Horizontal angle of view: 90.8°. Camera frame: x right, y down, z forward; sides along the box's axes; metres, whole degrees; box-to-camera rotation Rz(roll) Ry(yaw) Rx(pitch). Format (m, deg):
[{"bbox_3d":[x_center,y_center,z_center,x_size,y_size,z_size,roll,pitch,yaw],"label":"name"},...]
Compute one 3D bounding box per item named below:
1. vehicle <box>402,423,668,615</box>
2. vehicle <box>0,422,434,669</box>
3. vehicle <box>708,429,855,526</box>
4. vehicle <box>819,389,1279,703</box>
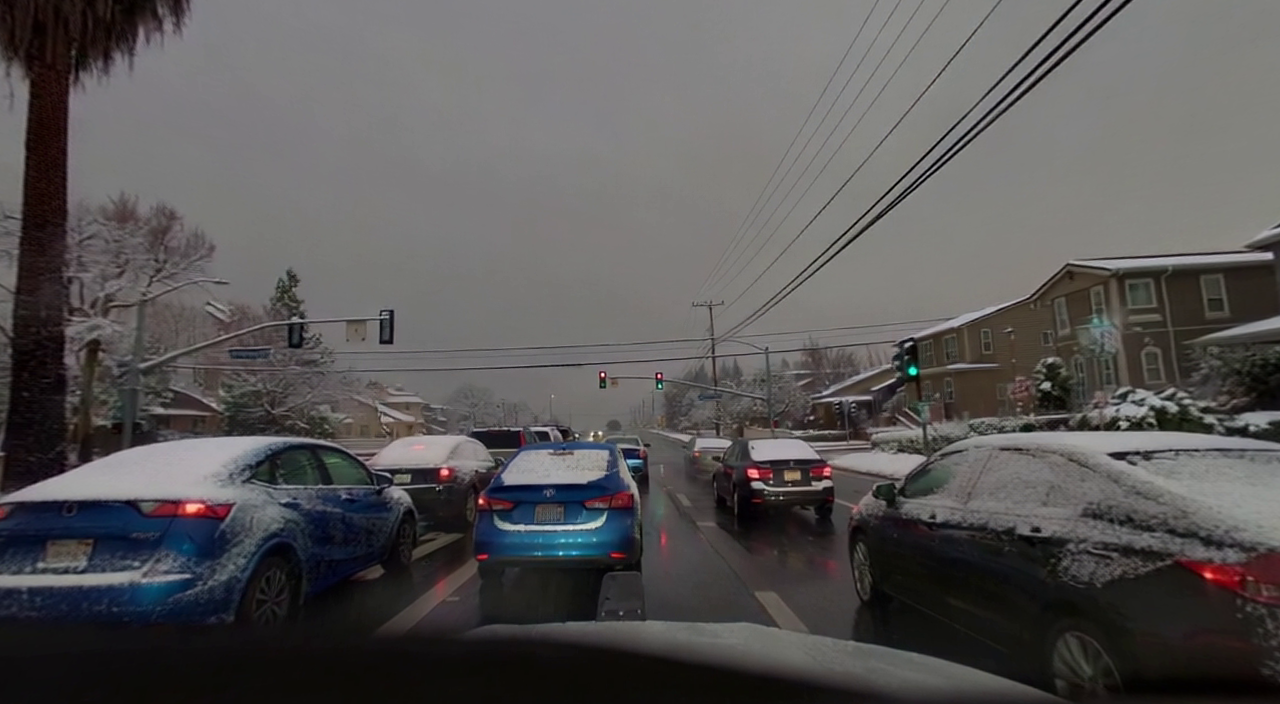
[{"bbox_3d":[-0.882,1.617,6.999,2.104,1.500,3.815,0,-9,-2],"label":"vehicle"},{"bbox_3d":[-3.668,1.511,6.130,2.058,1.474,4.473,0,-9,-3],"label":"vehicle"},{"bbox_3d":[2.625,2.443,12.866,1.956,1.615,4.205,0,-9,-1],"label":"vehicle"},{"bbox_3d":[2.769,1.153,3.862,2.014,1.464,4.312,0,-9,-1],"label":"vehicle"}]
